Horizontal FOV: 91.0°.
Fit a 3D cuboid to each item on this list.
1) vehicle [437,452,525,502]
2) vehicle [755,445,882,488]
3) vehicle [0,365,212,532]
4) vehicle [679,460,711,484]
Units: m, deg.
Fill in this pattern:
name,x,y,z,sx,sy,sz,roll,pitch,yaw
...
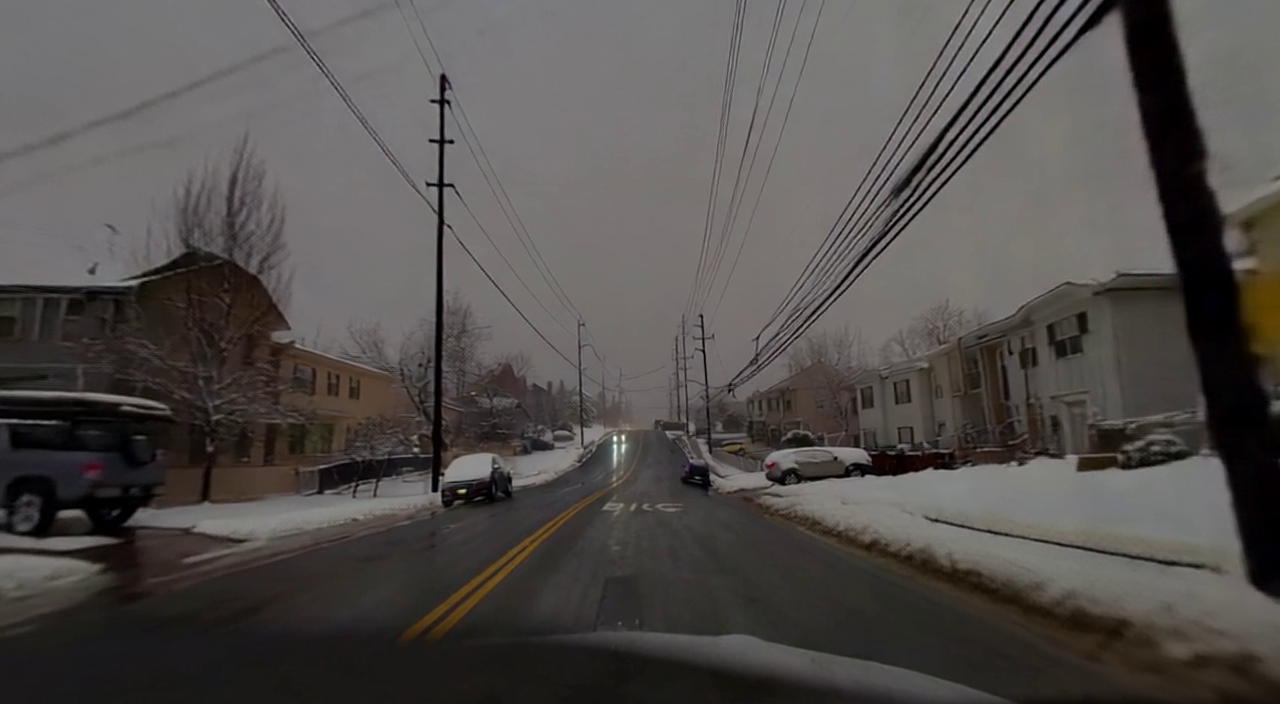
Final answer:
name,x,y,z,sx,sy,sz,roll,pitch,yaw
vehicle,-6.234,5.041,25.285,2.156,1.764,4.410,-2,-12,3
vehicle,8.604,5.547,30.751,5.512,1.846,2.115,-2,-8,2
vehicle,-12.486,2.110,12.799,5.503,2.906,2.584,-3,-14,0
vehicle,3.707,8.195,43.116,2.063,1.503,4.415,0,-10,3
